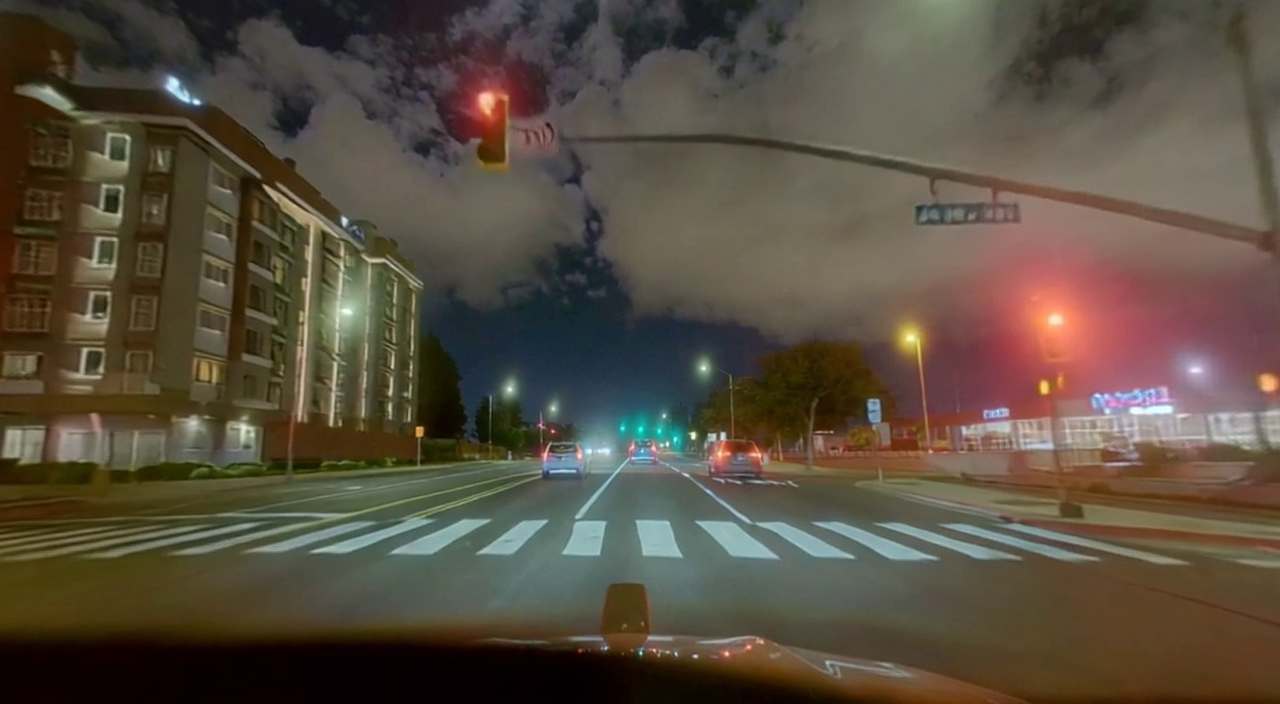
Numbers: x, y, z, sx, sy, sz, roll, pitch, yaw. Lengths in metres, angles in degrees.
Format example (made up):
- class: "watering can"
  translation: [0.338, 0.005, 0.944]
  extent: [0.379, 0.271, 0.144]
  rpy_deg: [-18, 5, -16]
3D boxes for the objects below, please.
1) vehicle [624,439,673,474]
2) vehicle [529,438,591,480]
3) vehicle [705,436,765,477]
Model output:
- class: "vehicle"
  translation: [0.357, 4.856, 29.513]
  extent: [2.103, 1.468, 4.094]
  rpy_deg: [0, -8, 0]
- class: "vehicle"
  translation: [-3.038, 4.169, 24.811]
  extent: [1.860, 1.510, 4.073]
  rpy_deg: [0, -8, 1]
- class: "vehicle"
  translation: [4.118, 4.576, 27.866]
  extent: [1.987, 1.637, 3.896]
  rpy_deg: [0, -8, -1]
